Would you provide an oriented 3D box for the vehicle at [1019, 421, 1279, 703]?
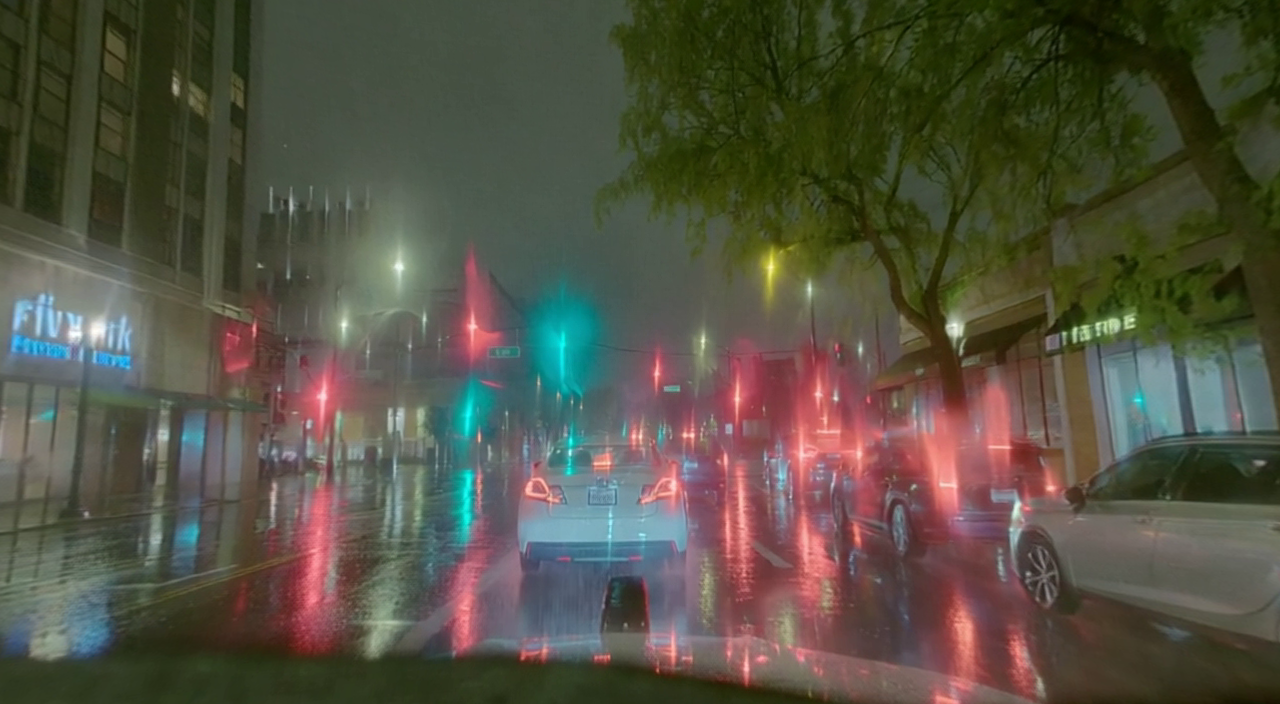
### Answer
[{"bbox_3d":[3.178,0.826,1.106,2.006,1.496,4.767,0,-9,-1],"label":"vehicle"}]

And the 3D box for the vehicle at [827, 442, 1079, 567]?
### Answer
[{"bbox_3d":[4.538,2.221,10.122,1.912,1.505,4.618,-1,-8,4],"label":"vehicle"}]

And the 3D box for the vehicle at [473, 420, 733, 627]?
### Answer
[{"bbox_3d":[-0.273,1.527,6.507,1.888,1.489,3.703,0,-8,0],"label":"vehicle"}]
